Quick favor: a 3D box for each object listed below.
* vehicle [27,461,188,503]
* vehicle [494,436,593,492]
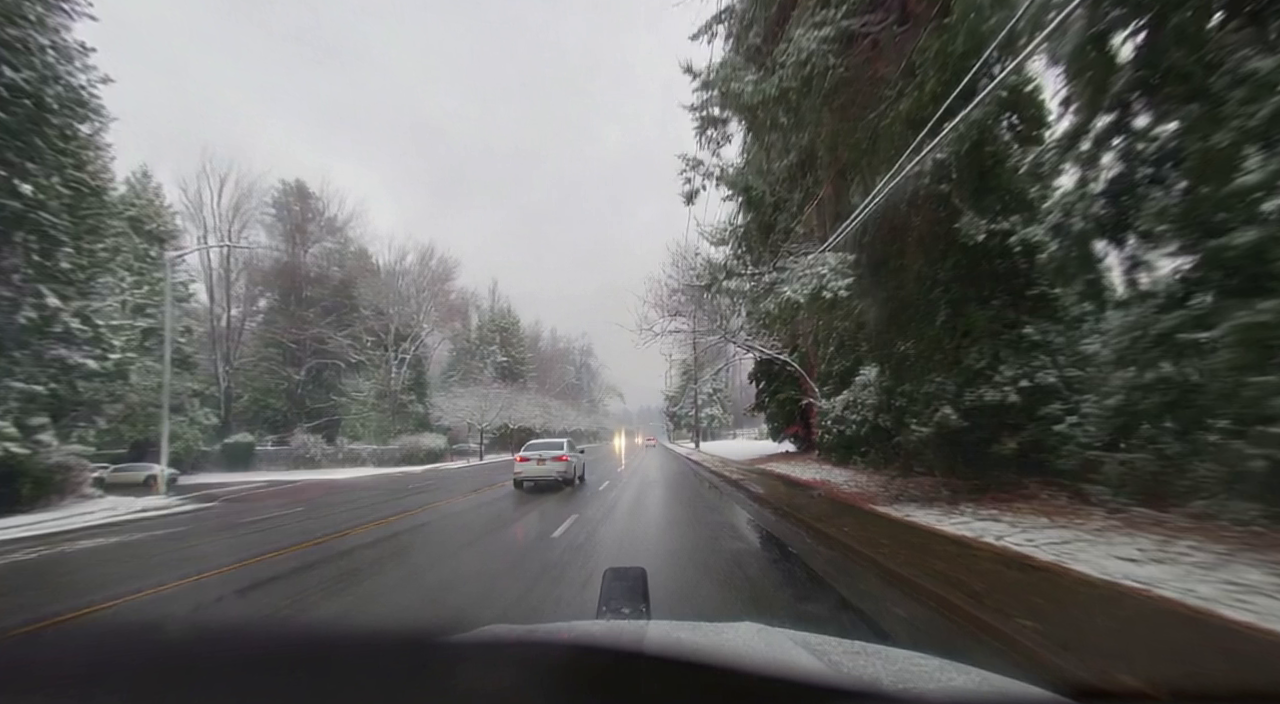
[{"bbox_3d":[-20.010,4.865,23.802,4.462,1.455,1.846,-1,-8,3],"label":"vehicle"},{"bbox_3d":[-2.715,3.281,18.840,2.153,1.461,4.374,0,-8,2],"label":"vehicle"}]
